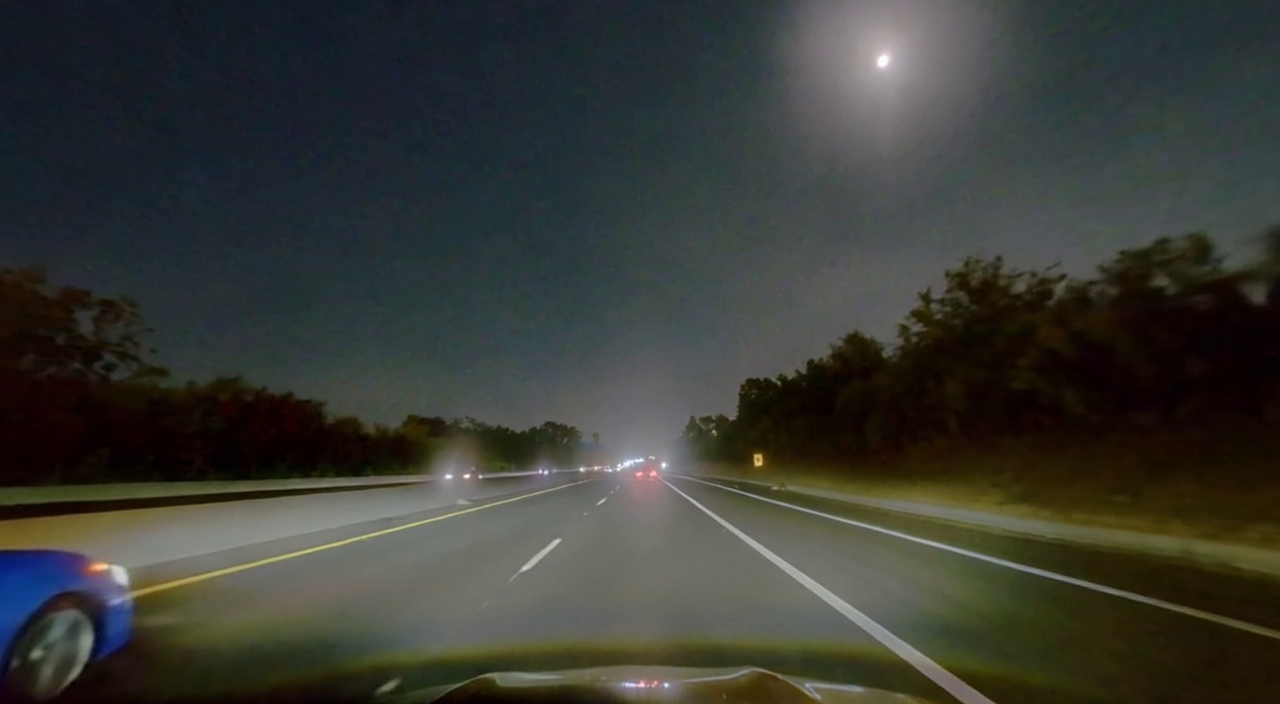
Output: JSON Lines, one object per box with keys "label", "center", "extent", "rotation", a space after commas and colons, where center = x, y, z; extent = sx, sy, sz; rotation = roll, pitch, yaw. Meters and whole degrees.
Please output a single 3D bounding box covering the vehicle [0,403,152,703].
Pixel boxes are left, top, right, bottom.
{"label": "vehicle", "center": [-3.842, 0.735, 1.484], "extent": [2.041, 1.508, 4.075], "rotation": [1, -11, 0]}
